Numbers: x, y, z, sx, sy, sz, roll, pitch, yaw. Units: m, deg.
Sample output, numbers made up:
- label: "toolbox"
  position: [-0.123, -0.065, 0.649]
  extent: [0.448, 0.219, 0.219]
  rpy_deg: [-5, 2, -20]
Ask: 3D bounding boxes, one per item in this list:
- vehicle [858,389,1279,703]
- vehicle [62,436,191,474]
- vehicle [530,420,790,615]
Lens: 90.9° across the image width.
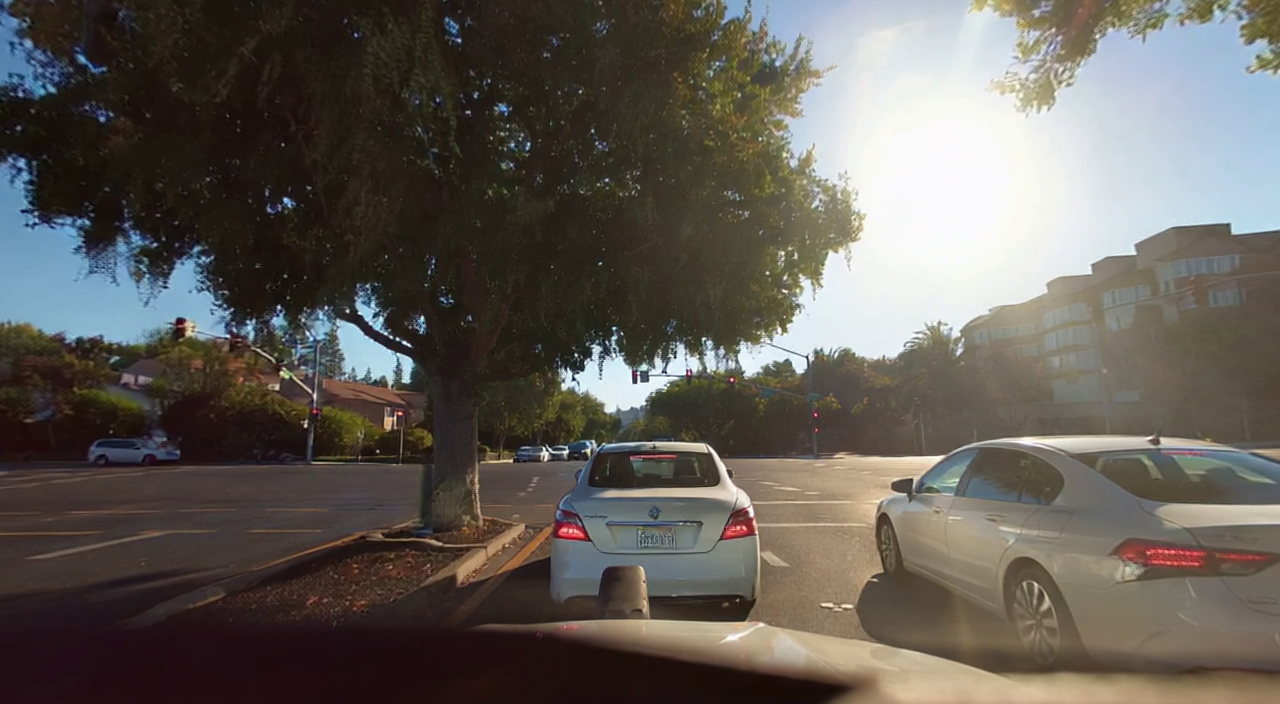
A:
- label: "vehicle"
  position: [3.180, 1.124, 3.896]
  extent: [1.931, 1.493, 4.555]
  rpy_deg: [0, -8, -1]
- label: "vehicle"
  position: [-24.314, 4.885, 29.987]
  extent: [4.450, 1.684, 1.894]
  rpy_deg: [0, -8, 0]
- label: "vehicle"
  position: [0.112, 1.564, 6.877]
  extent: [2.017, 1.485, 3.813]
  rpy_deg: [0, -8, -1]
